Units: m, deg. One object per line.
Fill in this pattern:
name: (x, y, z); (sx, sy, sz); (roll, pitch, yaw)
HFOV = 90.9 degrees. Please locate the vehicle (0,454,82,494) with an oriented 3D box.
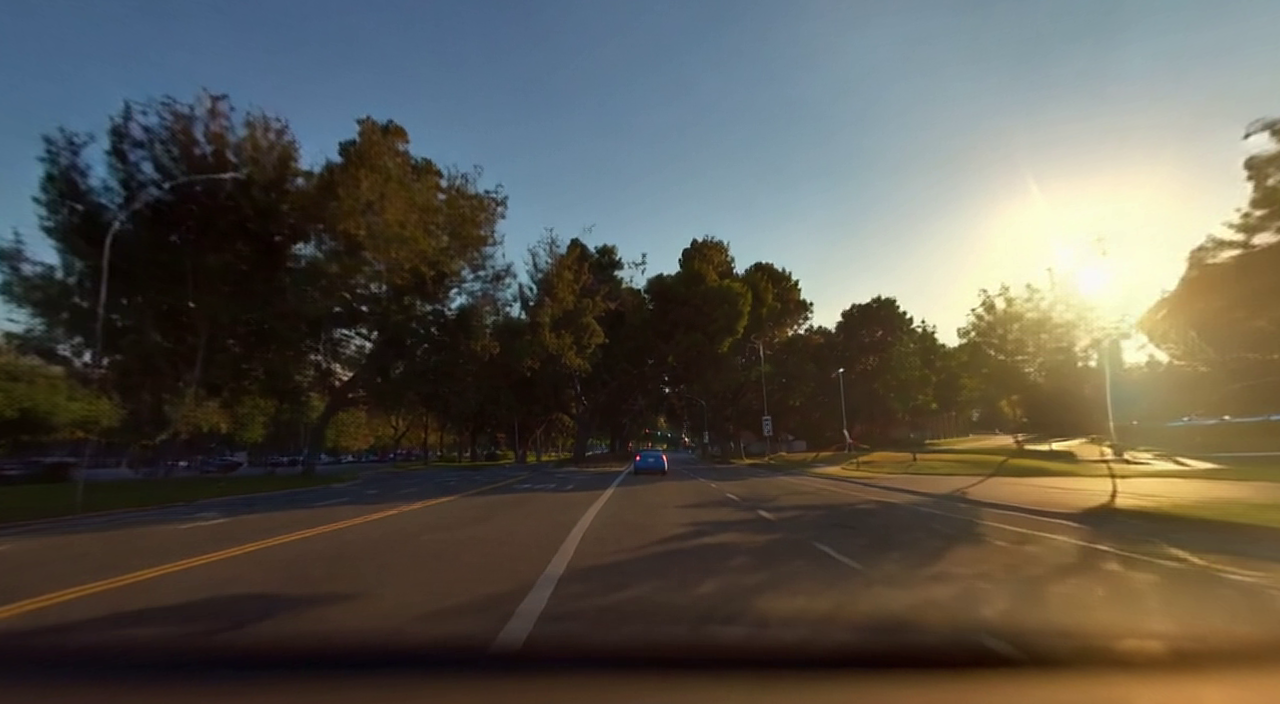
vehicle: (-29.861, 5.860, 30.150); (4.508, 1.698, 2.101); (-4, -9, 5)

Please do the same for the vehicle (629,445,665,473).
vehicle: (0.384, 6.185, 36.603); (1.978, 1.499, 3.915); (0, -8, 0)
